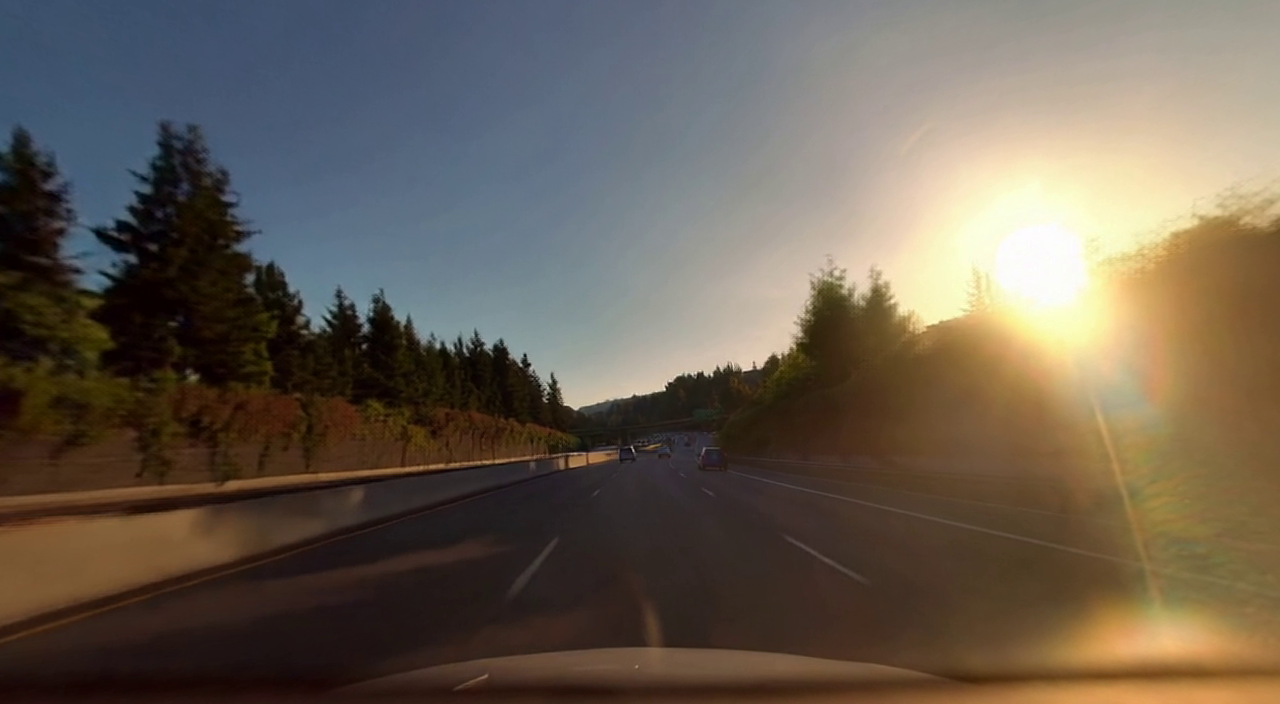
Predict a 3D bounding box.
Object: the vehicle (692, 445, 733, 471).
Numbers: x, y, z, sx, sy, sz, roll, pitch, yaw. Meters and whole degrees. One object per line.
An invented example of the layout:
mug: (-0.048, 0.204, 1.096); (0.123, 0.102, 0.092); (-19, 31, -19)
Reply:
vehicle: (4.726, 6.989, 41.585); (2.175, 1.574, 3.943); (0, -9, 0)
